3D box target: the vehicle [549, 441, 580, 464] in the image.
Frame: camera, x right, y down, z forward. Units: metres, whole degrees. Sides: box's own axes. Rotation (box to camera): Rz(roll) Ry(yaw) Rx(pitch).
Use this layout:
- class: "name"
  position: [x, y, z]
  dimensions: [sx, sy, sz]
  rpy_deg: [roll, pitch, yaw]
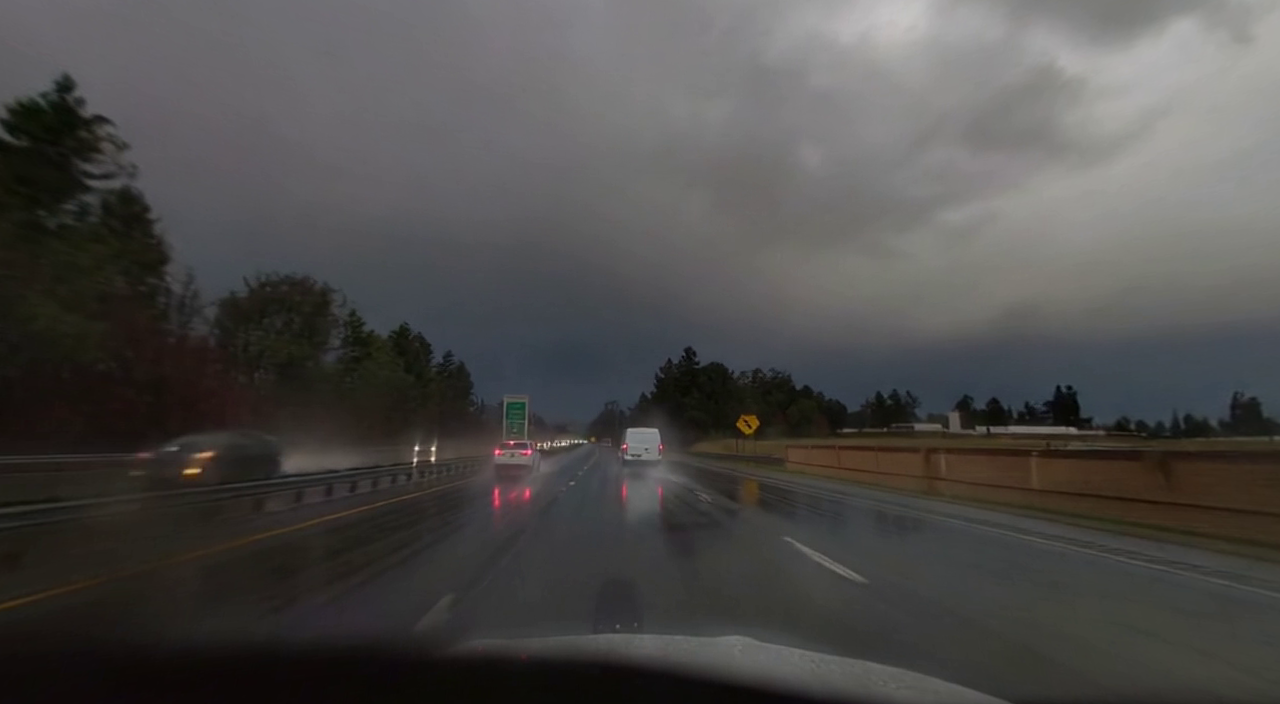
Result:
- class: "vehicle"
  position: [-5.379, 7.231, 45.205]
  dimensions: [1.809, 1.510, 4.235]
  rpy_deg: [0, -9, -2]

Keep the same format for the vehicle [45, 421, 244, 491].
- class: "vehicle"
  position: [-13.332, 2.848, 17.325]
  dimensions: [1.915, 1.638, 4.443]
  rpy_deg: [0, -9, -1]

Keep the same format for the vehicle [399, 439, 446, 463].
- class: "vehicle"
  position: [-15.016, 6.871, 43.504]
  dimensions: [1.912, 1.511, 4.174]
  rpy_deg: [0, -9, -2]

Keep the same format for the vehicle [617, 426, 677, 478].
- class: "vehicle"
  position: [0.192, 4.111, 25.860]
  dimensions: [2.179, 1.930, 4.538]
  rpy_deg: [0, -9, -3]

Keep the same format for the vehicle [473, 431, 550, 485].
- class: "vehicle"
  position: [-4.478, 3.780, 22.523]
  dimensions: [1.963, 1.711, 4.284]
  rpy_deg: [0, -9, -2]
